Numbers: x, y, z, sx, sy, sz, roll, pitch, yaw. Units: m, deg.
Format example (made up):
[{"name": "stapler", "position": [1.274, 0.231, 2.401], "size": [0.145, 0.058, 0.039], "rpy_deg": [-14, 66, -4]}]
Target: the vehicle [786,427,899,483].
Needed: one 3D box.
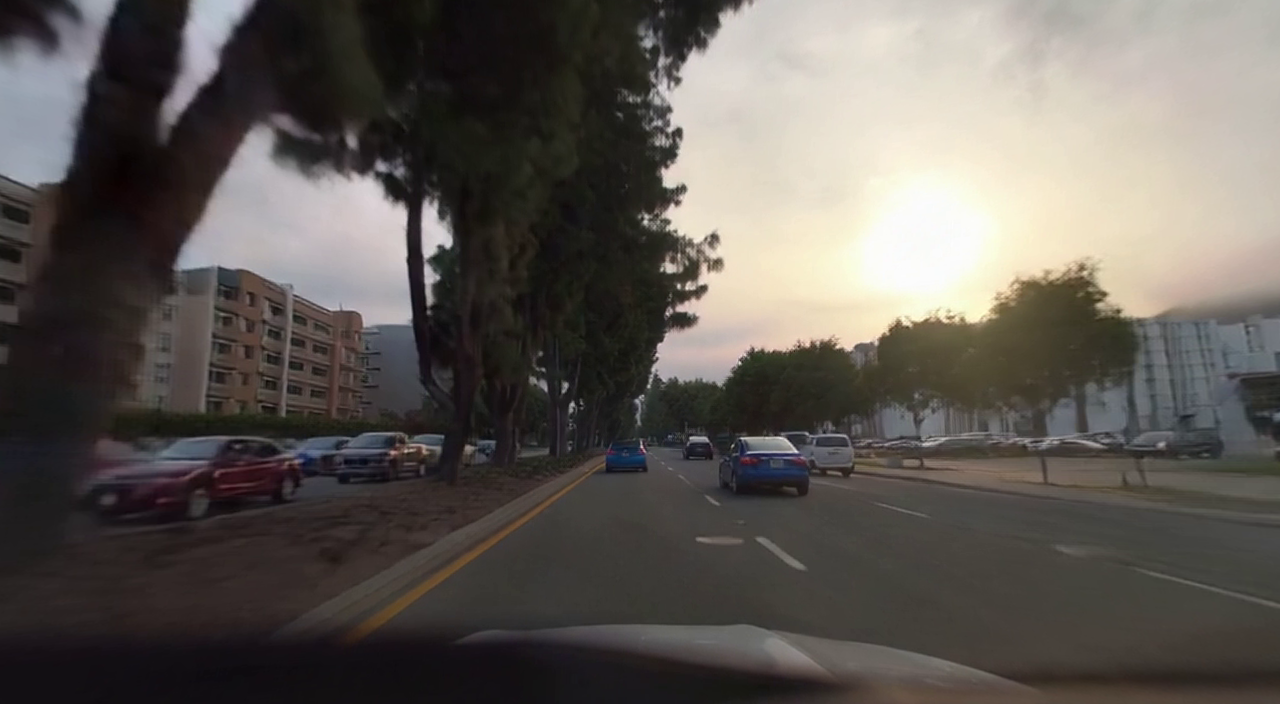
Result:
[{"name": "vehicle", "position": [7.195, 3.742, 23.202], "size": [2.224, 1.772, 5.325], "rpy_deg": [0, -9, -2]}]

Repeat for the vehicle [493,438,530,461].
[{"name": "vehicle", "position": [-9.510, 7.232, 47.085], "size": [1.953, 1.612, 4.204], "rpy_deg": [0, -9, 0]}]

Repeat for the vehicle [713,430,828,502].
[{"name": "vehicle", "position": [2.982, 2.703, 15.296], "size": [1.852, 1.498, 3.825], "rpy_deg": [0, -8, -2]}]

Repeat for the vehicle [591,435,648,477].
[{"name": "vehicle", "position": [-0.725, 3.931, 24.069], "size": [1.994, 1.479, 3.647], "rpy_deg": [0, -8, -1]}]

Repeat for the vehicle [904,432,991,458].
[{"name": "vehicle", "position": [20.528, 6.240, 42.286], "size": [4.697, 1.691, 2.106], "rpy_deg": [0, -9, -1]}]

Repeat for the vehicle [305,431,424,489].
[{"name": "vehicle", "position": [-9.035, 3.552, 21.192], "size": [2.019, 1.668, 4.433], "rpy_deg": [-1, -8, -1]}]

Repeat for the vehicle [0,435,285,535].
[{"name": "vehicle", "position": [-9.041, 2.334, 11.807], "size": [2.148, 1.473, 4.709], "rpy_deg": [0, -8, -2]}]
